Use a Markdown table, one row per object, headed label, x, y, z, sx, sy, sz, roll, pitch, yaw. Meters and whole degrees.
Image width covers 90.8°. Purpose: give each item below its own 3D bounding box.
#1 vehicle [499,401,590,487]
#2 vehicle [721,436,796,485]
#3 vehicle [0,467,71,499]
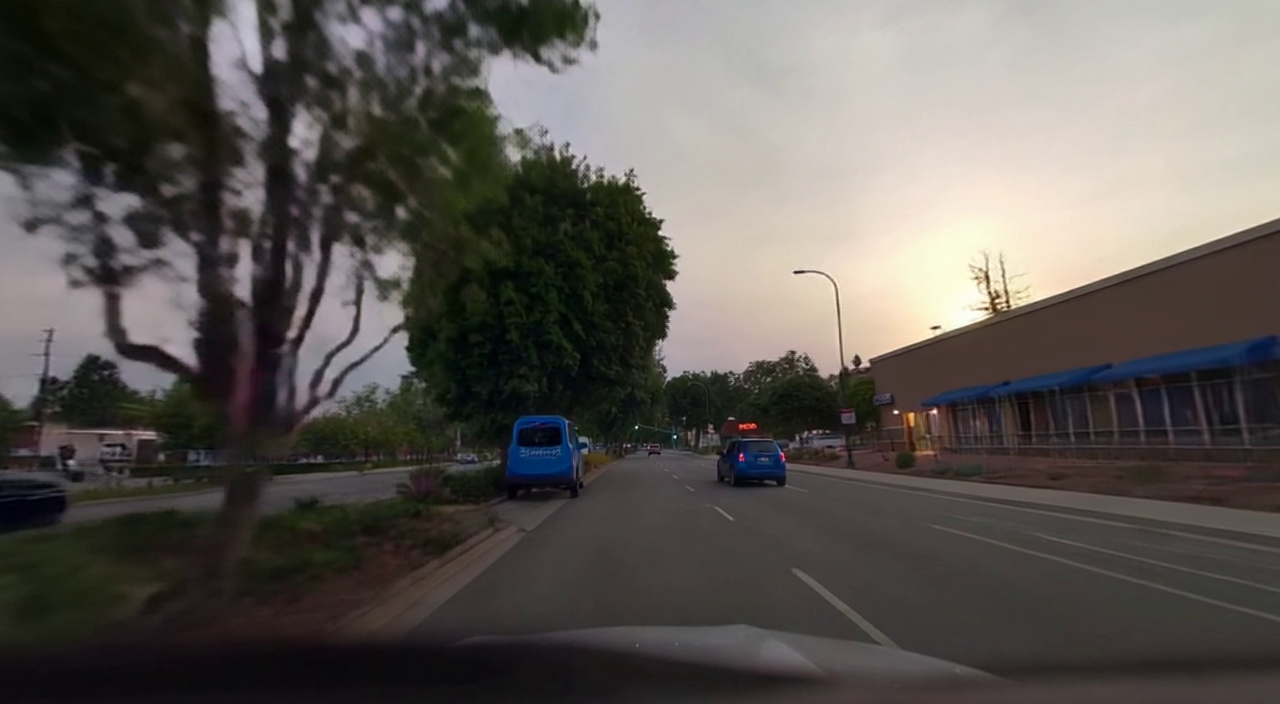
| label | x | y | z | sx | sy | sz | roll | pitch | yaw |
| --- | --- | --- | --- | --- | --- | --- | --- | --- | --- |
| vehicle | -3.355 | 3.437 | 23.648 | 2.443 | 2.784 | 5.862 | 0 | -9 | 1 |
| vehicle | 4.304 | 4.005 | 23.645 | 1.869 | 1.646 | 4.166 | 0 | -9 | -1 |
| vehicle | -31.542 | 6.559 | 31.705 | 3.955 | 1.432 | 1.868 | 4 | -9 | -28 |
